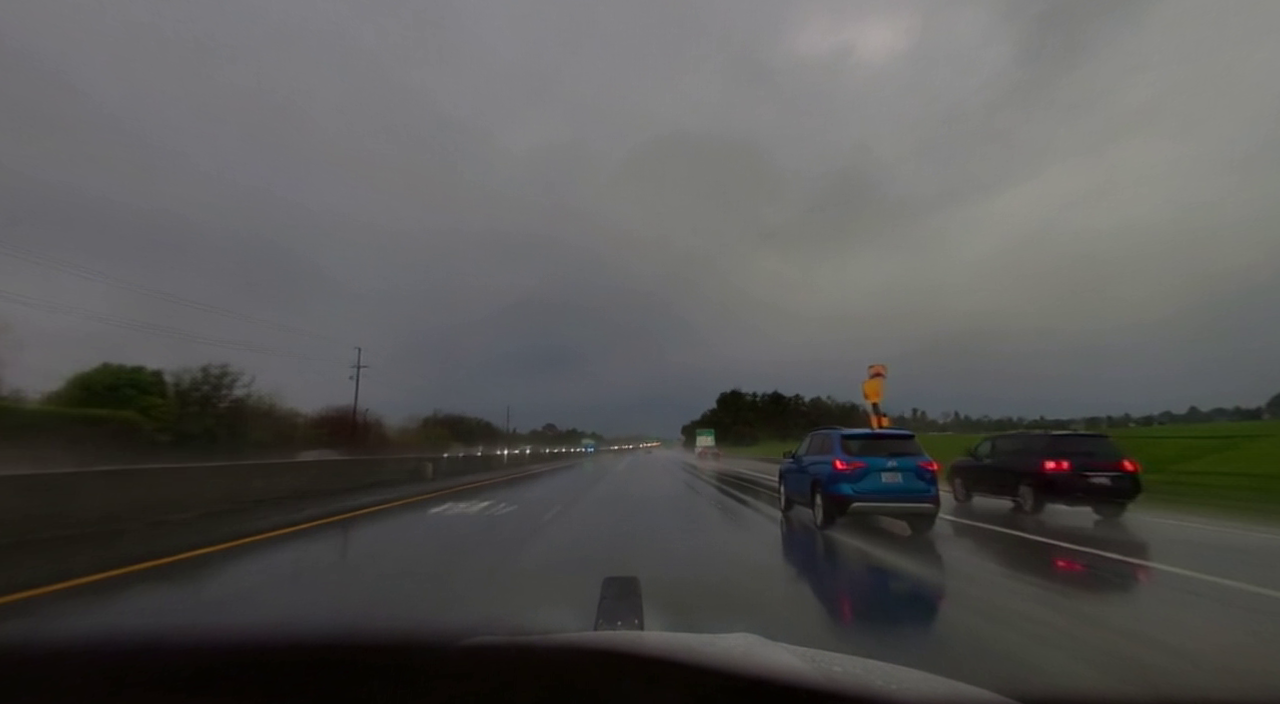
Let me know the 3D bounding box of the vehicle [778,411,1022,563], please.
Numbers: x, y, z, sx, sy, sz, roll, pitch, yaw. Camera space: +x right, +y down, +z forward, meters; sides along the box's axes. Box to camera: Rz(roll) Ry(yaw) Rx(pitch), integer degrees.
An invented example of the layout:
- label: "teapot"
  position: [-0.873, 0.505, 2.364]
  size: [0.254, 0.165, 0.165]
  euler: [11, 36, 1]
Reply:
- label: "vehicle"
  position: [3.482, 1.887, 9.397]
  size: [1.784, 1.733, 4.141]
  euler: [0, -9, -1]

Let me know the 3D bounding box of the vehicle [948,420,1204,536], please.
- label: "vehicle"
  position: [7.781, 2.264, 11.758]
  size: [1.898, 1.798, 3.805]
  euler: [0, -9, -2]
